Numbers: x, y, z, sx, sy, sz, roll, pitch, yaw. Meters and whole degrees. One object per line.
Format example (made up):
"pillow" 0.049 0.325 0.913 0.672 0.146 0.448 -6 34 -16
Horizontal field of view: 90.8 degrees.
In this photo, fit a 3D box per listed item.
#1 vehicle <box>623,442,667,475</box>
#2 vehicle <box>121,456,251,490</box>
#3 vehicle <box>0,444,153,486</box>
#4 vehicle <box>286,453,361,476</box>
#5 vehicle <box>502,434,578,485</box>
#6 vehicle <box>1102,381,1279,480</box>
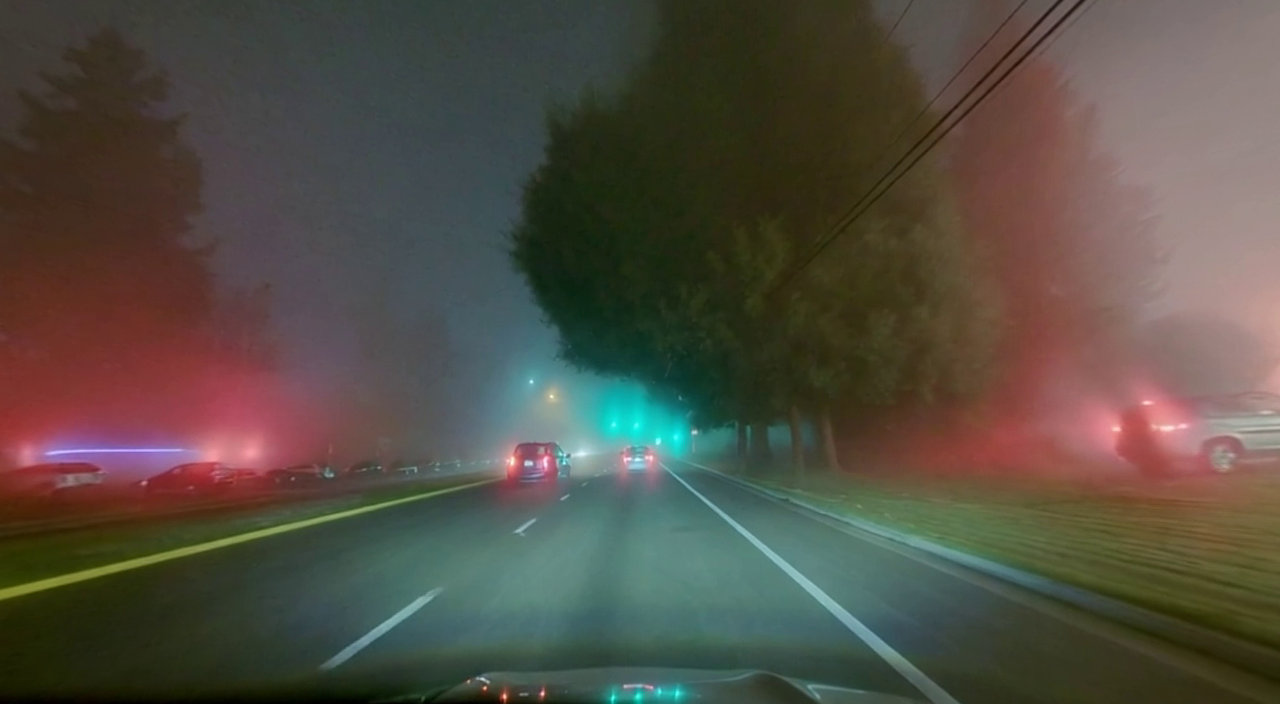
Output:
"vehicle" 0.223 5.246 31.329 2.062 1.518 3.901 0 -8 0
"vehicle" -22.015 5.874 30.802 4.792 1.551 1.931 0 -8 -1
"vehicle" -27.743 5.552 31.206 5.466 1.963 2.174 0 -8 0
"vehicle" -22.792 8.118 45.598 4.460 1.546 1.853 -1 -8 7
"vehicle" -3.692 4.074 24.241 2.157 1.771 4.452 0 -8 1
"vehicle" 15.651 1.822 15.681 6.374 2.098 2.415 -3 -8 -1
